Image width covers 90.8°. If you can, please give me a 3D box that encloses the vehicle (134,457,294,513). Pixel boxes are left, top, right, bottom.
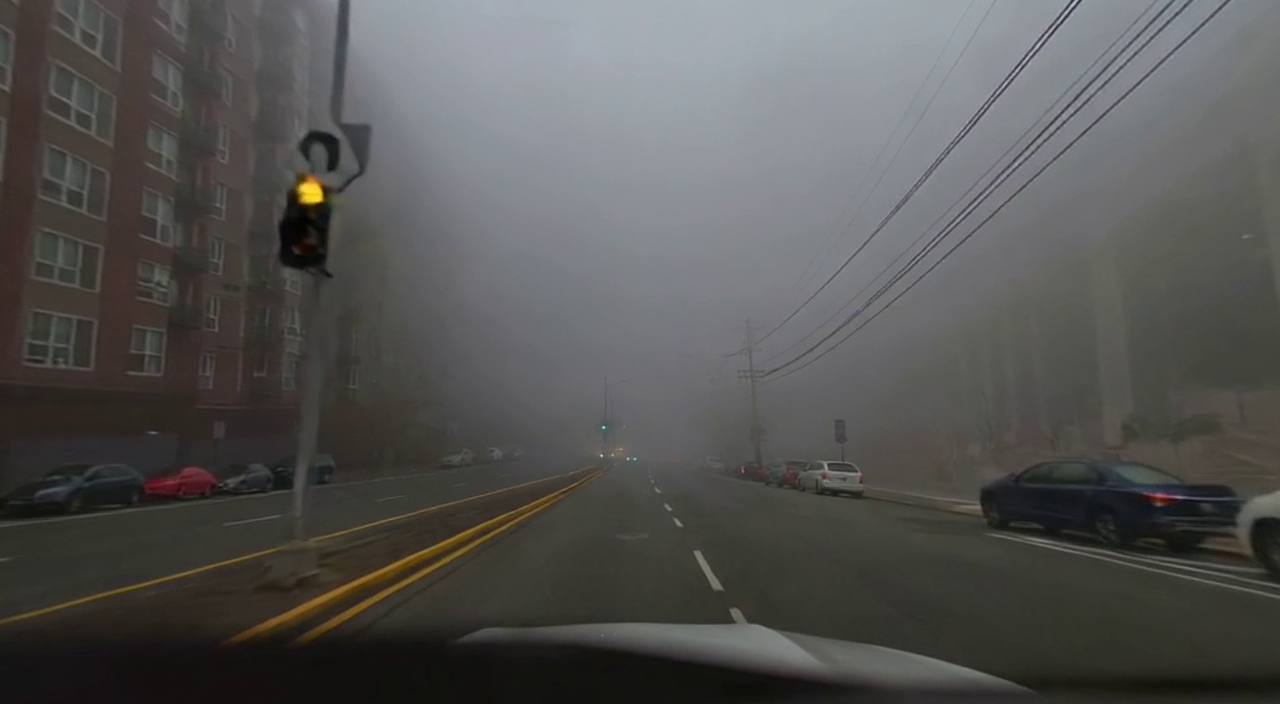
[{"bbox_3d":[-14.674,4.557,22.224,2.124,1.626,4.908,0,-8,1],"label":"vehicle"}]

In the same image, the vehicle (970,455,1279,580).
[{"bbox_3d":[7.658,2.482,10.393,1.941,1.496,4.656,0,-8,0],"label":"vehicle"}]

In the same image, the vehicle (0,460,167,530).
[{"bbox_3d":[-14.662,3.599,16.392,1.879,1.507,3.745,0,-8,-2],"label":"vehicle"}]

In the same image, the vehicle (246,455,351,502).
[{"bbox_3d":[-14.671,5.430,27.542,2.107,1.771,4.871,0,-8,-4],"label":"vehicle"}]

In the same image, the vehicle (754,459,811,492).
[{"bbox_3d":[7.544,6.586,33.972,1.997,1.517,4.755,0,-8,0],"label":"vehicle"}]

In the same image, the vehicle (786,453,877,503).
[{"bbox_3d":[7.536,4.982,25.400,2.143,1.731,4.781,0,-8,0],"label":"vehicle"}]
